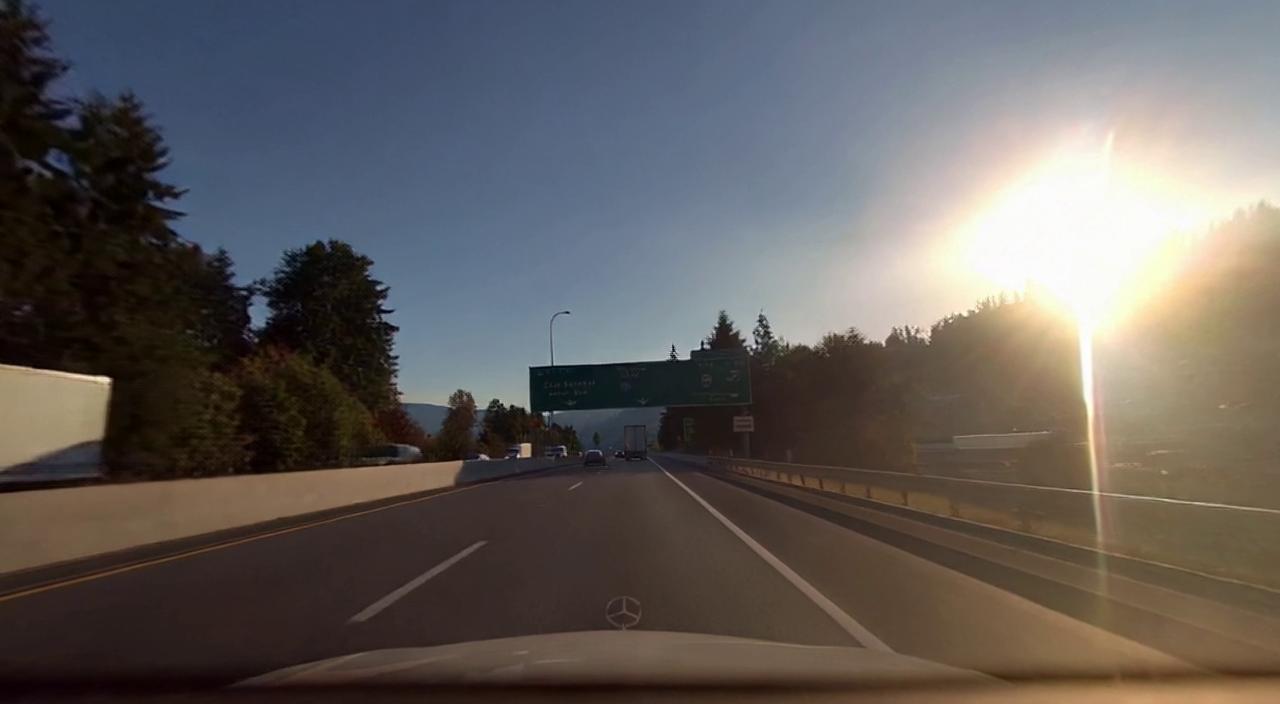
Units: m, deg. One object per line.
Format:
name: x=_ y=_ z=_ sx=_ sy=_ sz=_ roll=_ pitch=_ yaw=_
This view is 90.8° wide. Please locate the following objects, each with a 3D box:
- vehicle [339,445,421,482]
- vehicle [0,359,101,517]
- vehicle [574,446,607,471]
vehicle: x=-13.084 y=5.630 z=32.155 sx=2.129 sy=1.728 sz=4.816 roll=0 pitch=-9 yaw=0
vehicle: x=-17.345 y=1.467 z=11.461 sx=2.995 sy=3.876 sz=13.745 roll=0 pitch=-9 yaw=0
vehicle: x=-3.523 y=7.730 z=45.840 sx=2.081 sy=1.682 sz=4.425 roll=0 pitch=-9 yaw=0
